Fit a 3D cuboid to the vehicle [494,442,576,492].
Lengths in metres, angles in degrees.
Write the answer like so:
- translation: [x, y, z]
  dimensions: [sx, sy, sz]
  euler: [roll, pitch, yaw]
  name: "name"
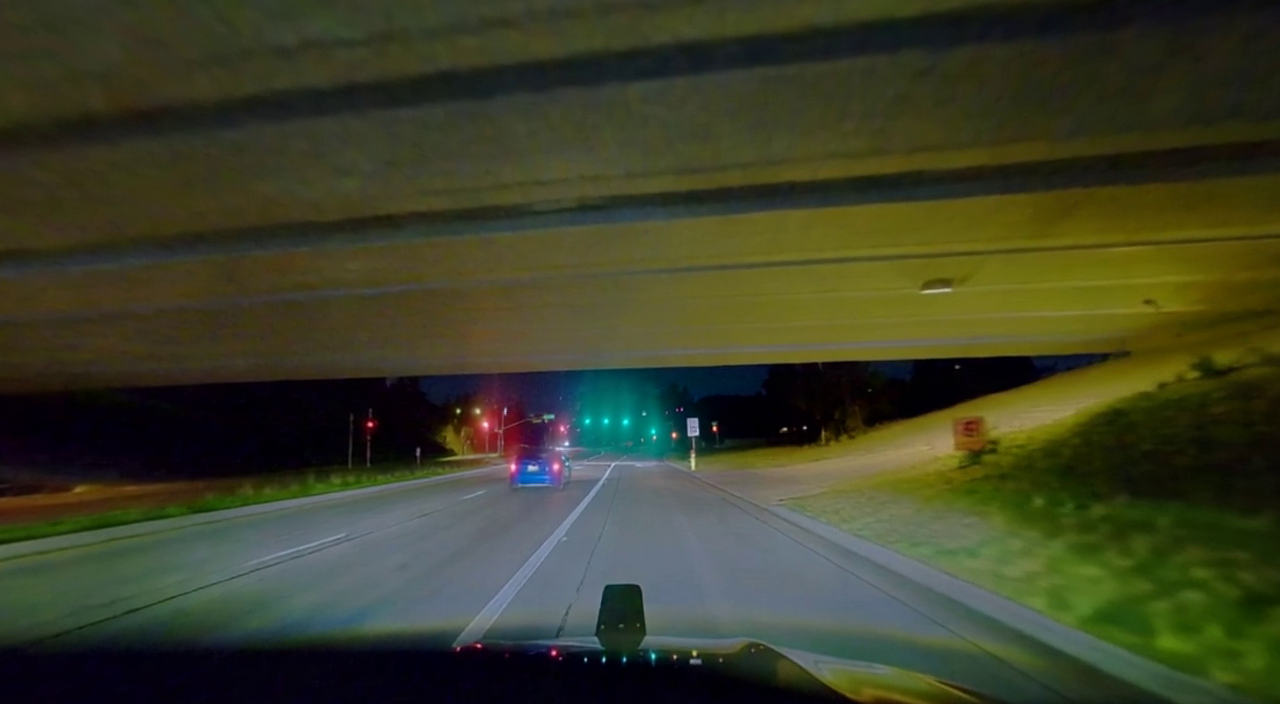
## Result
- translation: [-3.390, 3.806, 21.225]
  dimensions: [1.963, 1.460, 4.614]
  euler: [0, -9, 0]
  name: "vehicle"
